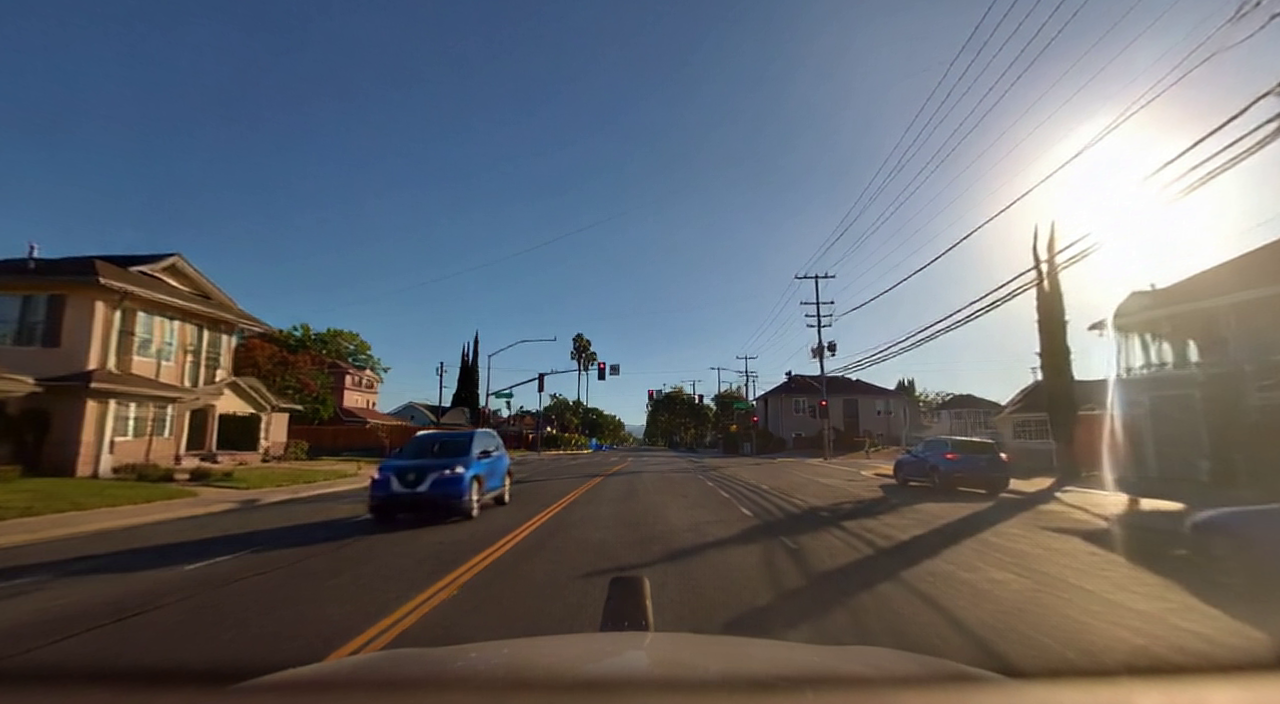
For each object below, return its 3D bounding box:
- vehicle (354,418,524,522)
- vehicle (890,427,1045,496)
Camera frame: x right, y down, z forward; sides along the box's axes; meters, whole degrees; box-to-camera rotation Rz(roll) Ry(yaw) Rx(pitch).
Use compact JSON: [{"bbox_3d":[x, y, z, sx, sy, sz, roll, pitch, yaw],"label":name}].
[{"bbox_3d":[-3.950,2.419,13.471,2.012,1.778,4.990,0,-8,-1],"label":"vehicle"},{"bbox_3d":[9.530,3.232,18.967,2.170,1.771,4.908,0,-8,2],"label":"vehicle"}]
